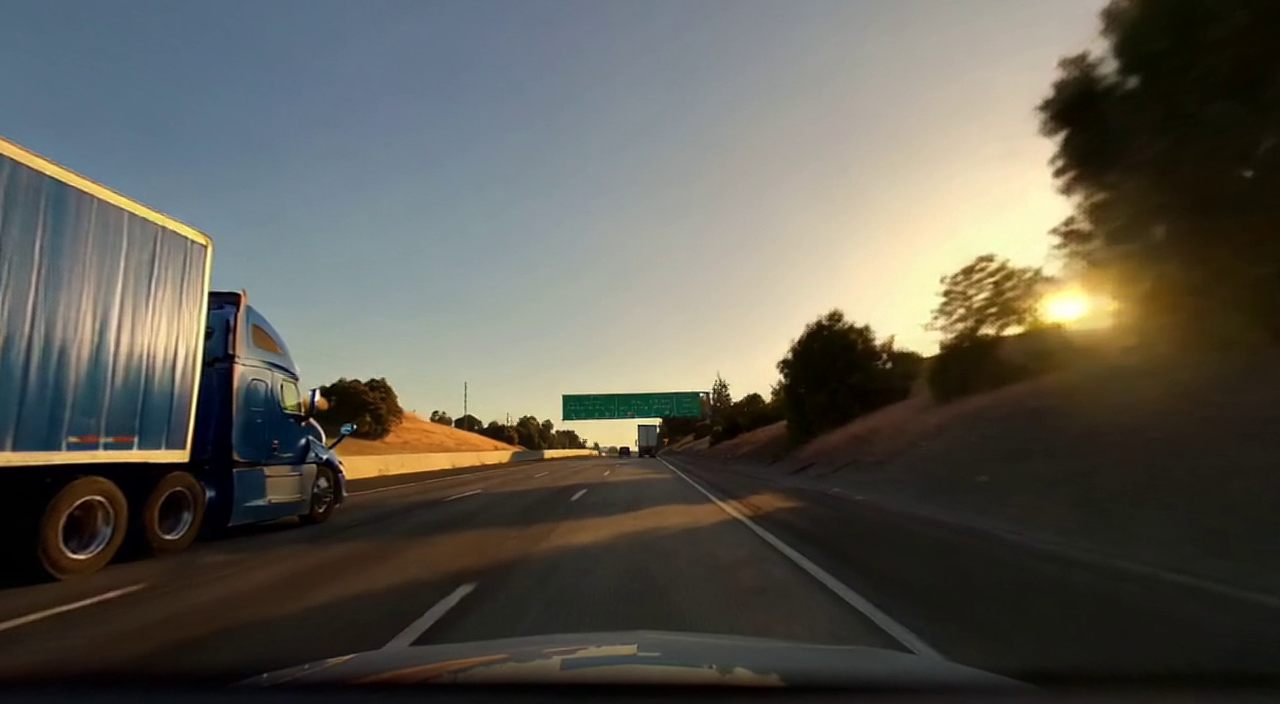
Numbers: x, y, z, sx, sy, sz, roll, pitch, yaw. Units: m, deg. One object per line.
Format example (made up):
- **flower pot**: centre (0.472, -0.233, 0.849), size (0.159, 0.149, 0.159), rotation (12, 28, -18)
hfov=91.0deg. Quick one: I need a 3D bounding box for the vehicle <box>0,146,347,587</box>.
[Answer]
- **vehicle**: centre (-7.253, 0.420, 7.613), size (2.996, 3.947, 8.600), rotation (0, -9, 1)
